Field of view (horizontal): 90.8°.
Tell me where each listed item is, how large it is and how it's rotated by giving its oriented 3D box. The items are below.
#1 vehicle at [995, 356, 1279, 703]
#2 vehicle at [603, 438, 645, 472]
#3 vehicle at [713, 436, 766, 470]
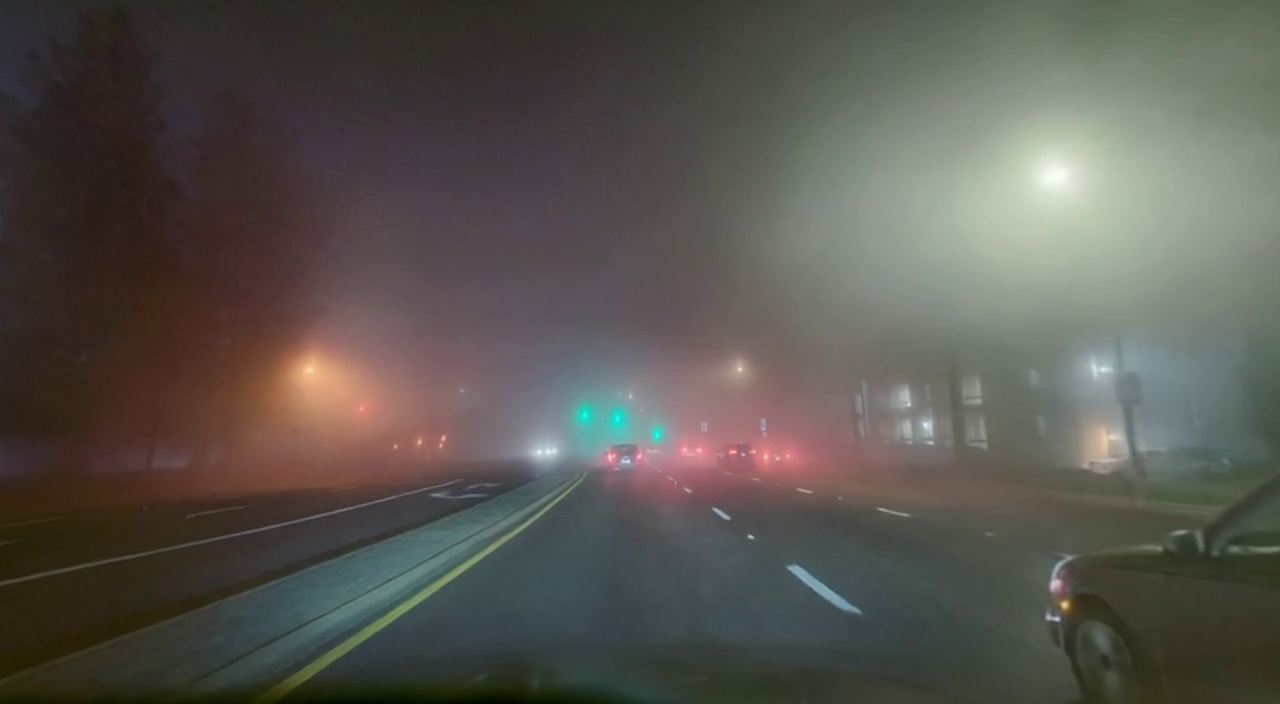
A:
[{"bbox_3d":[3.478,0.779,2.018,1.893,1.664,4.670,0,-9,-1],"label":"vehicle"},{"bbox_3d":[-0.914,5.497,33.879,2.101,1.641,4.341,0,-9,-3],"label":"vehicle"},{"bbox_3d":[6.008,6.154,38.709,2.052,1.886,5.297,0,-9,-4],"label":"vehicle"}]
